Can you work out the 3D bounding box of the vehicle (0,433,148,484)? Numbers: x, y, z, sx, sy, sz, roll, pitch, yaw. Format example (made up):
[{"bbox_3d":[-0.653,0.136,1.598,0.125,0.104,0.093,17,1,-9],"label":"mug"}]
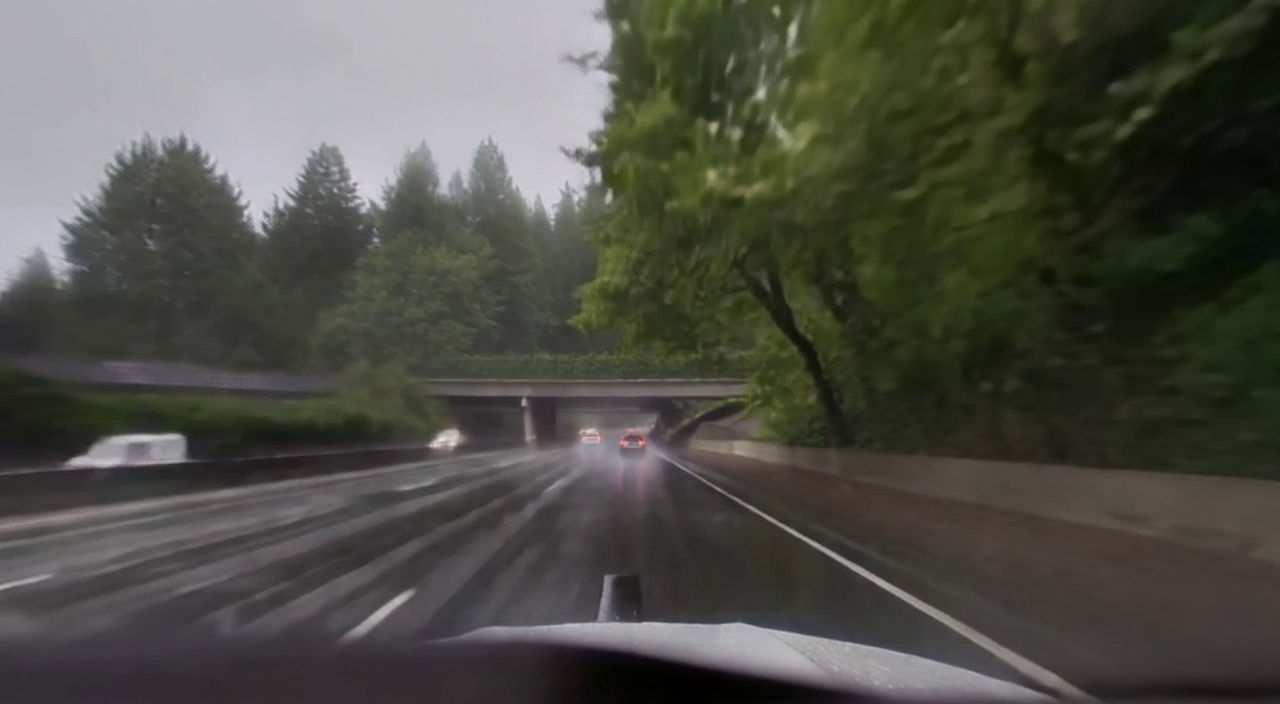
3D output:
[{"bbox_3d":[-20.952,3.869,23.239,1.953,1.679,4.499,0,-8,-2],"label":"vehicle"}]
